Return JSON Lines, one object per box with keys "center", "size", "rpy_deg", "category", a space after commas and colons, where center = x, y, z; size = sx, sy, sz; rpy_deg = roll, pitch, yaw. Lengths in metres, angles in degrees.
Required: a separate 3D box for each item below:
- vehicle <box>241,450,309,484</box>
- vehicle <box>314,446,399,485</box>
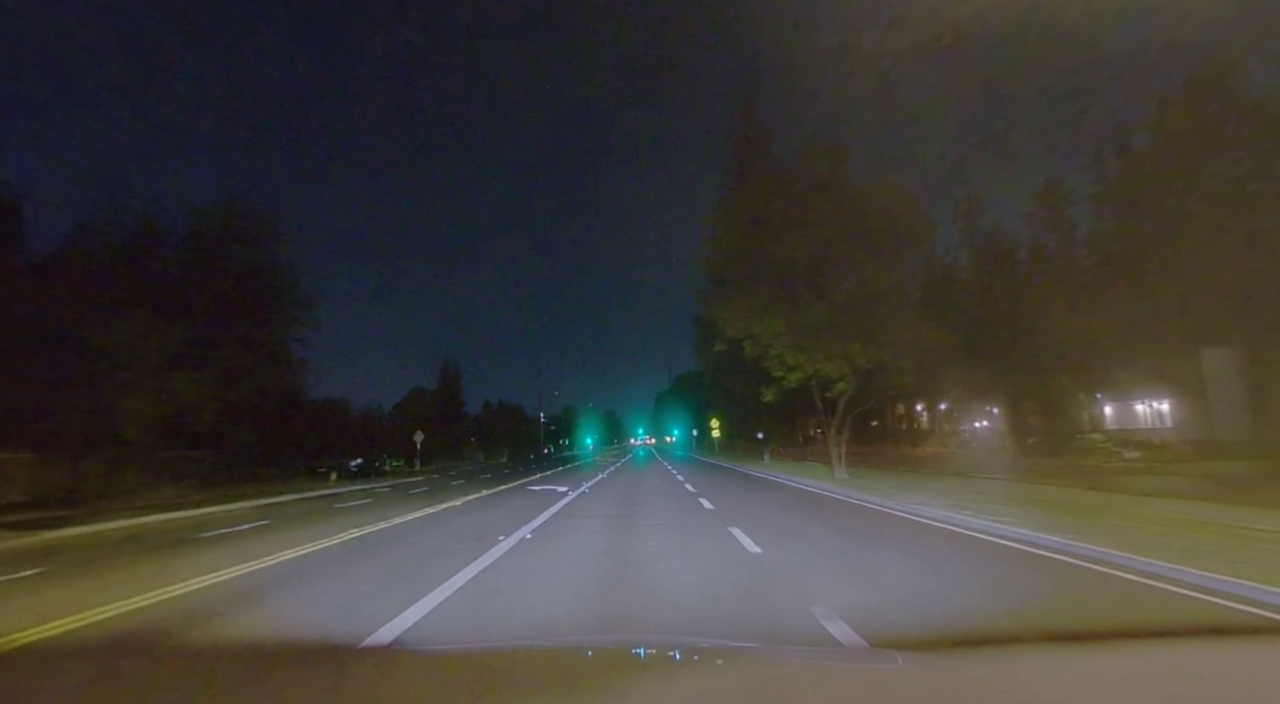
{"center": [-19.255, 6.027, 33.427], "size": [2.012, 1.572, 3.830], "rpy_deg": [1, -8, -13], "category": "vehicle"}
{"center": [-14.229, 5.678, 31.923], "size": [2.199, 1.592, 4.492], "rpy_deg": [-4, -8, 1], "category": "vehicle"}
